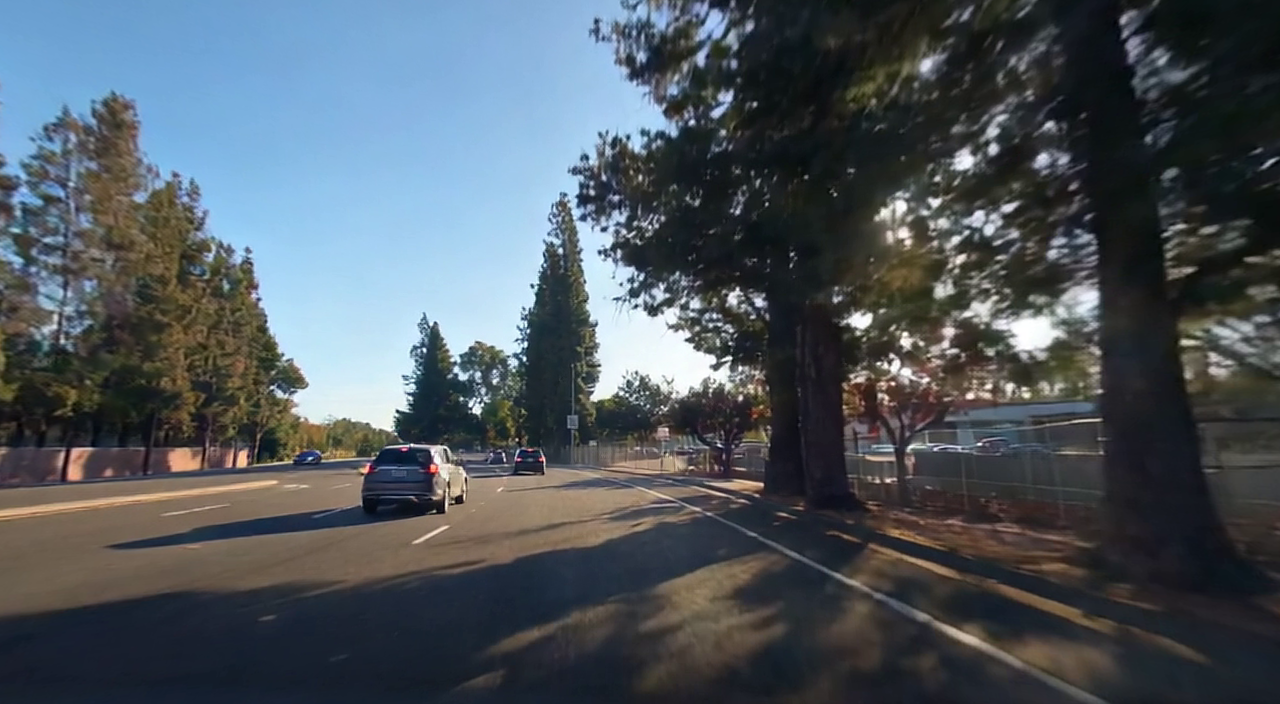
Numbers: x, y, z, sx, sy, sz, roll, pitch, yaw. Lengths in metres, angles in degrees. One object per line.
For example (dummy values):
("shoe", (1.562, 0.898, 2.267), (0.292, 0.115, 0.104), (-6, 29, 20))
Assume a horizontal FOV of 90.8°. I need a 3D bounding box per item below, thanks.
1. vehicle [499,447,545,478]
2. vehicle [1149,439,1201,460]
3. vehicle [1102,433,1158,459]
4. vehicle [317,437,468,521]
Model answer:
("vehicle", (-6.034, 5.653, 32.583), (2.147, 1.474, 4.083), (1, -9, -9))
("vehicle", (39.137, 7.128, 46.293), (1.742, 1.451, 3.900), (-4, -9, 23))
("vehicle", (36.645, 7.062, 47.432), (2.141, 1.842, 5.582), (-4, -9, 26))
("vehicle", (-5.674, 2.937, 15.217), (2.105, 1.676, 4.541), (0, -8, -5))
